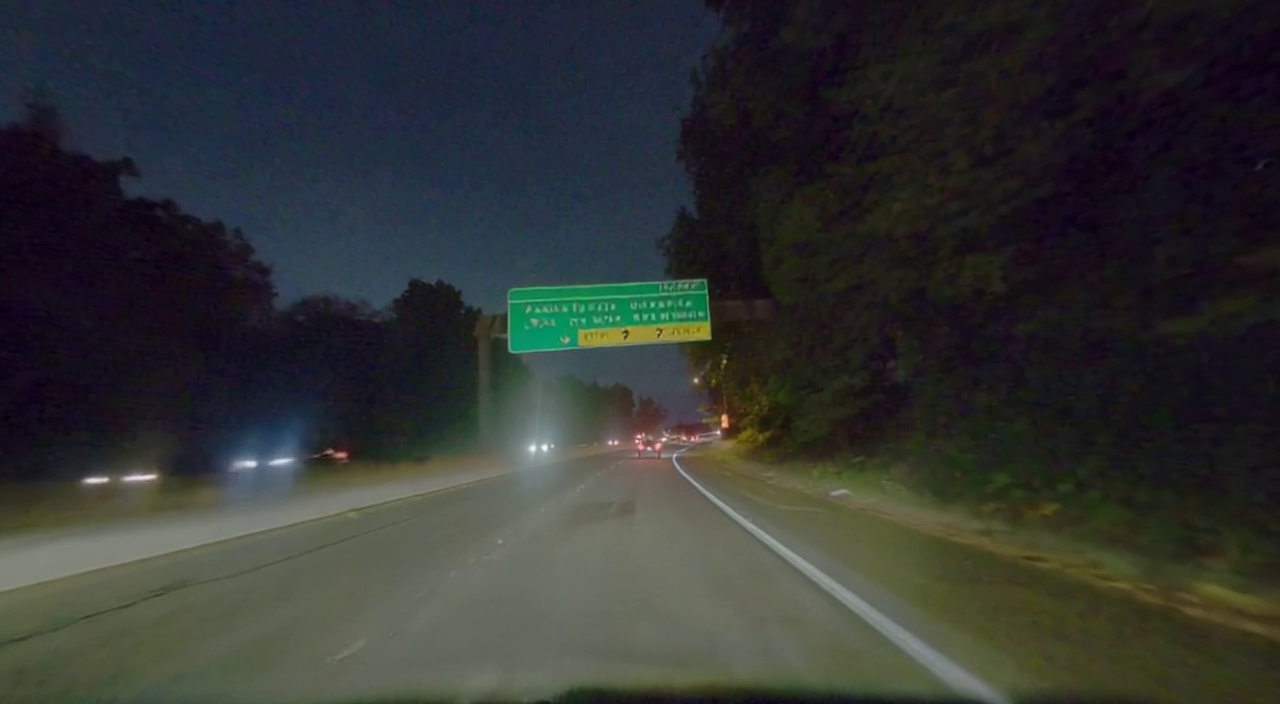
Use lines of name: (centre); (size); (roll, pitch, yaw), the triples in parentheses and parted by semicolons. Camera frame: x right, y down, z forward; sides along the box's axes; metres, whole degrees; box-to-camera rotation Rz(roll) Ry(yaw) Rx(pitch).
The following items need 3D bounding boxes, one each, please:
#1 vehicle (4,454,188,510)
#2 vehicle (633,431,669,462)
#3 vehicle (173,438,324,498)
vehicle: (-17.111, 4.065, 20.186); (1.863, 1.465, 4.531); (0, -8, 0)
vehicle: (0.729, 6.013, 40.120); (2.188, 1.825, 4.282); (-1, -8, 2)
vehicle: (-13.465, 3.970, 22.111); (2.094, 1.856, 4.800); (-1, -8, 1)
